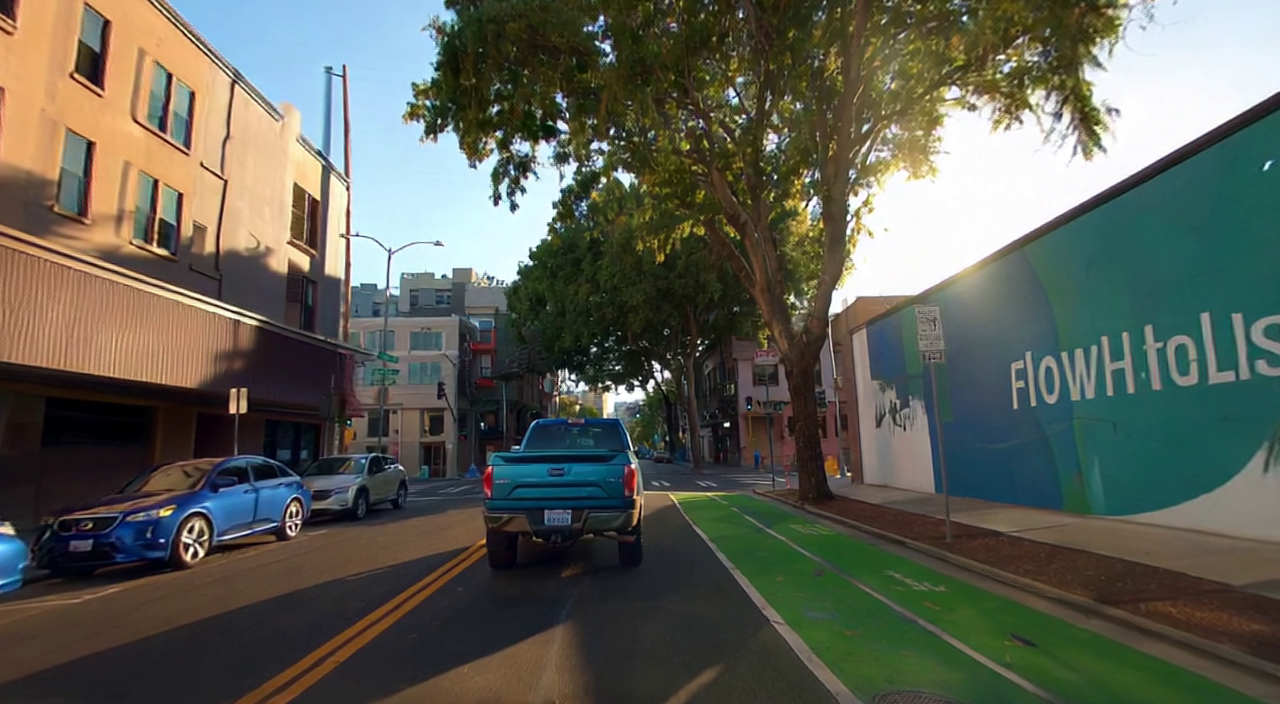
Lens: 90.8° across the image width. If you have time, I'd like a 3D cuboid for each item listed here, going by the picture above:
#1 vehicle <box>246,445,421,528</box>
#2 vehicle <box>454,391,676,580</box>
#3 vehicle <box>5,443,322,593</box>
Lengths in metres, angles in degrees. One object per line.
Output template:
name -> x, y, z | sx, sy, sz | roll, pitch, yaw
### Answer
vehicle -> -7.394, 3.230, 15.983 | 1.884, 1.730, 5.076 | 0, -8, 0
vehicle -> -0.726, 1.680, 8.707 | 2.215, 1.882, 4.611 | 0, -8, 1
vehicle -> -7.198, 2.437, 10.313 | 1.882, 1.686, 4.489 | -5, -8, -3
